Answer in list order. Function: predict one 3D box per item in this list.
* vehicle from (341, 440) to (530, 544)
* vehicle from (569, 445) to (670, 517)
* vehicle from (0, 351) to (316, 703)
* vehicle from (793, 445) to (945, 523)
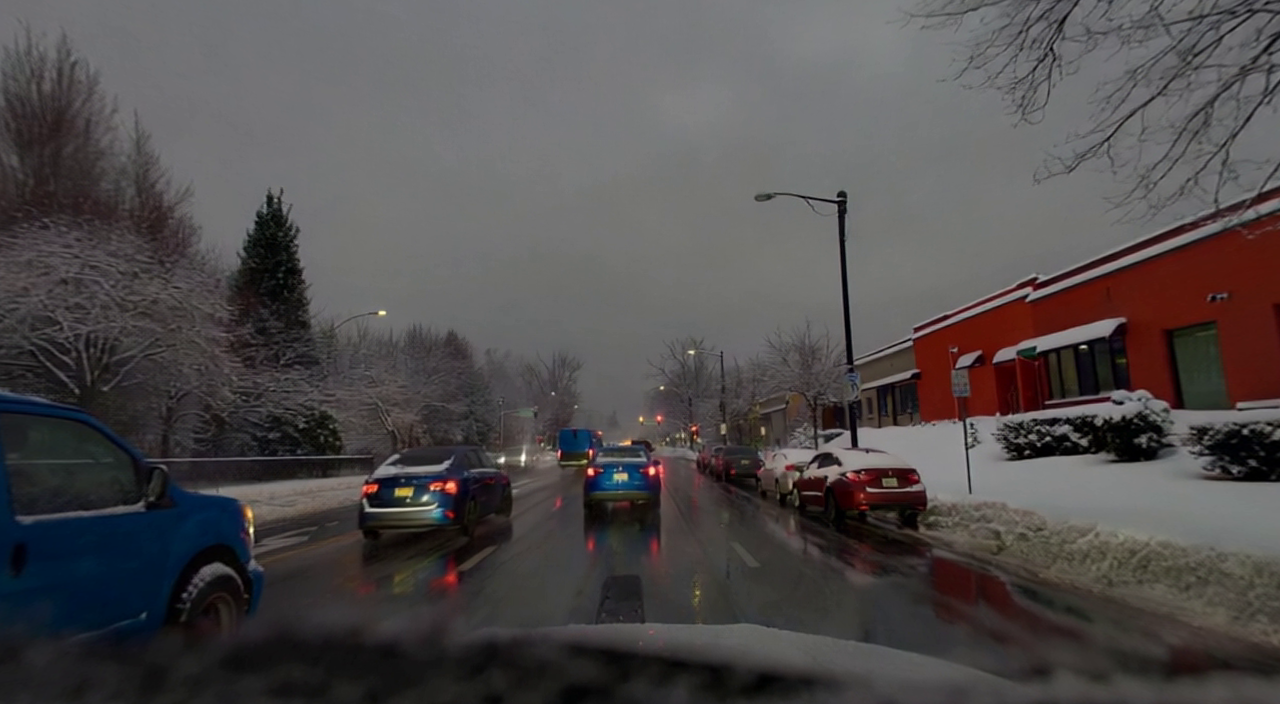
[{"bbox_3d":[-3.519,2.474,11.887,1.995,1.554,4.426,0,-8,1],"label":"vehicle"},{"bbox_3d":[-0.435,3.064,15.533,2.152,1.518,4.113,0,-8,0],"label":"vehicle"},{"bbox_3d":[-3.727,0.893,2.658,2.140,1.768,4.685,0,-8,1],"label":"vehicle"},{"bbox_3d":[4.905,2.848,14.195,1.832,1.491,4.054,0,-8,-1],"label":"vehicle"}]
